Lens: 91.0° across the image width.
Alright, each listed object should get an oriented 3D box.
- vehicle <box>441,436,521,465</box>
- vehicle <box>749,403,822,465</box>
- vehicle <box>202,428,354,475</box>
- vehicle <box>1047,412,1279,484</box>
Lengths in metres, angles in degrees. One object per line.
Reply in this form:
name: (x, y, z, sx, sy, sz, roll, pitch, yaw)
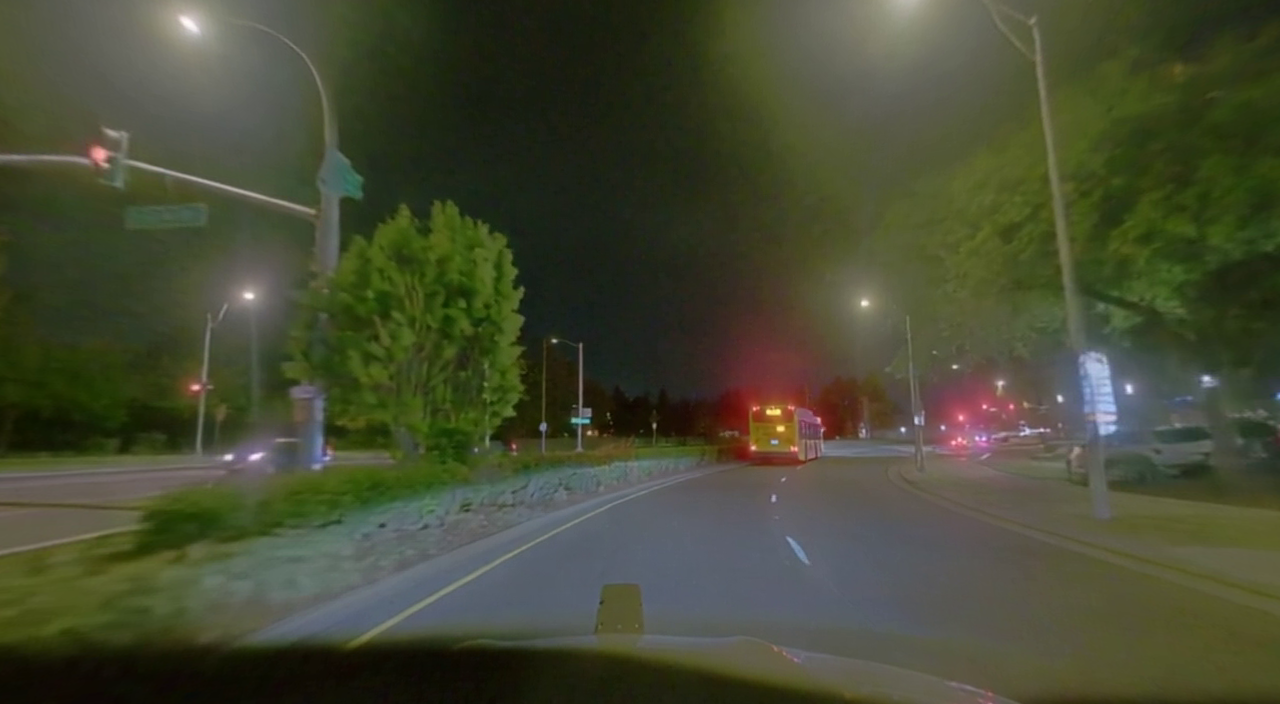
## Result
vehicle: (-8.744, 5.487, 35.115, 1.887, 1.494, 4.443, -4, -10, 25)
vehicle: (9.654, 5.374, 40.580, 3.031, 3.429, 11.005, -3, -9, 20)
vehicle: (-13.680, 3.806, 24.158, 2.054, 1.607, 4.615, -4, -9, 25)
vehicle: (15.821, 2.831, 18.605, 5.856, 1.945, 2.183, -3, -9, 16)
